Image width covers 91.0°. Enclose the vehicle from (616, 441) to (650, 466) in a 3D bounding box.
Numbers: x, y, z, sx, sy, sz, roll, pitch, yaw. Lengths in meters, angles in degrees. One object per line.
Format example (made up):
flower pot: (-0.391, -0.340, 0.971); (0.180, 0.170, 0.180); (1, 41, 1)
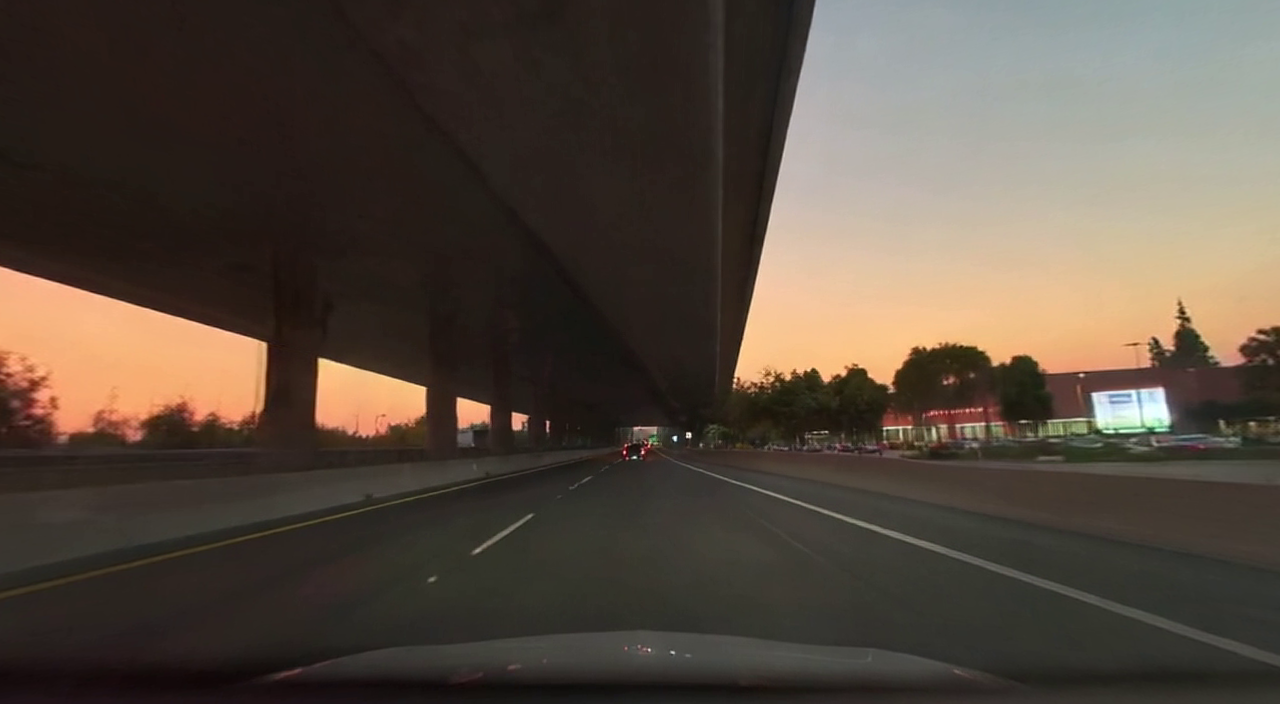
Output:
vehicle: (-0.448, 6.706, 41.620); (2.110, 1.555, 4.431); (1, -9, 0)
